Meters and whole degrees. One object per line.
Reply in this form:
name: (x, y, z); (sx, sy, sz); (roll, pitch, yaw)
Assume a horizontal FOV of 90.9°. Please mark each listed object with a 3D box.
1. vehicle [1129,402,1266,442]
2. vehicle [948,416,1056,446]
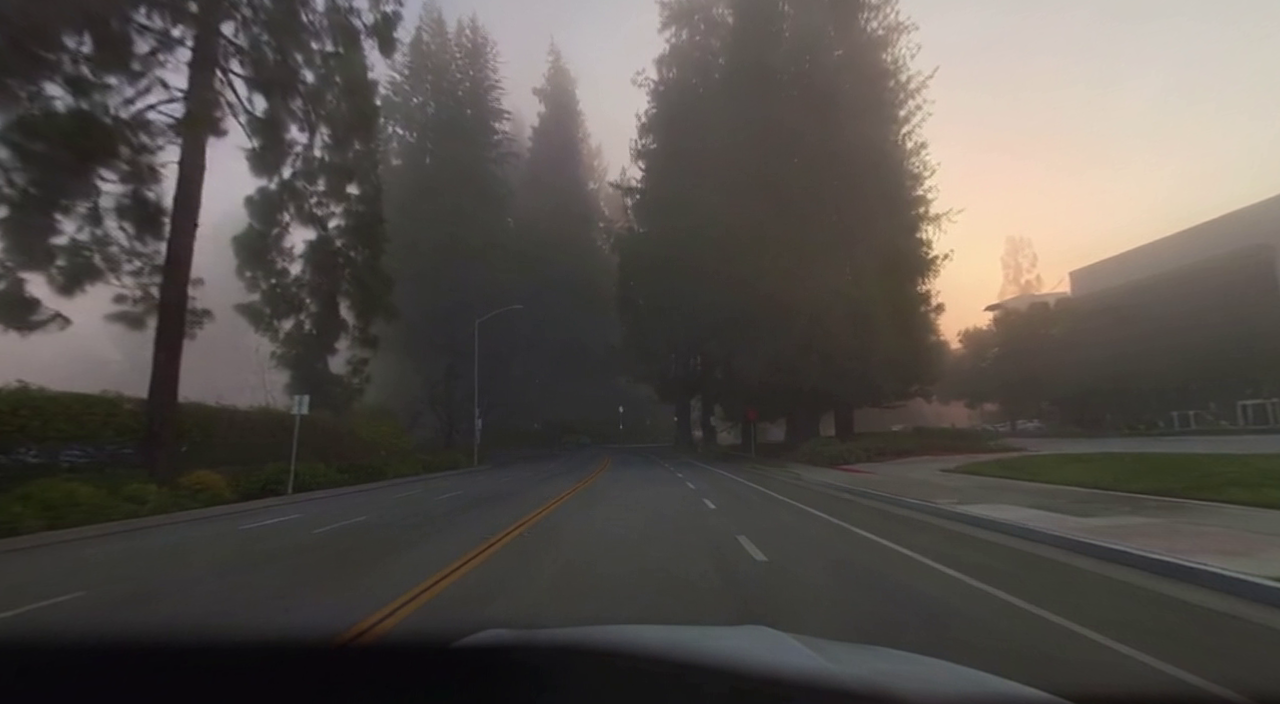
vehicle: (29.224, 3.712, 33.396); (2.116, 1.879, 5.844); (-2, -7, 3)
vehicle: (22.728, 4.957, 39.706); (5.623, 1.647, 1.832); (-2, -6, 0)
